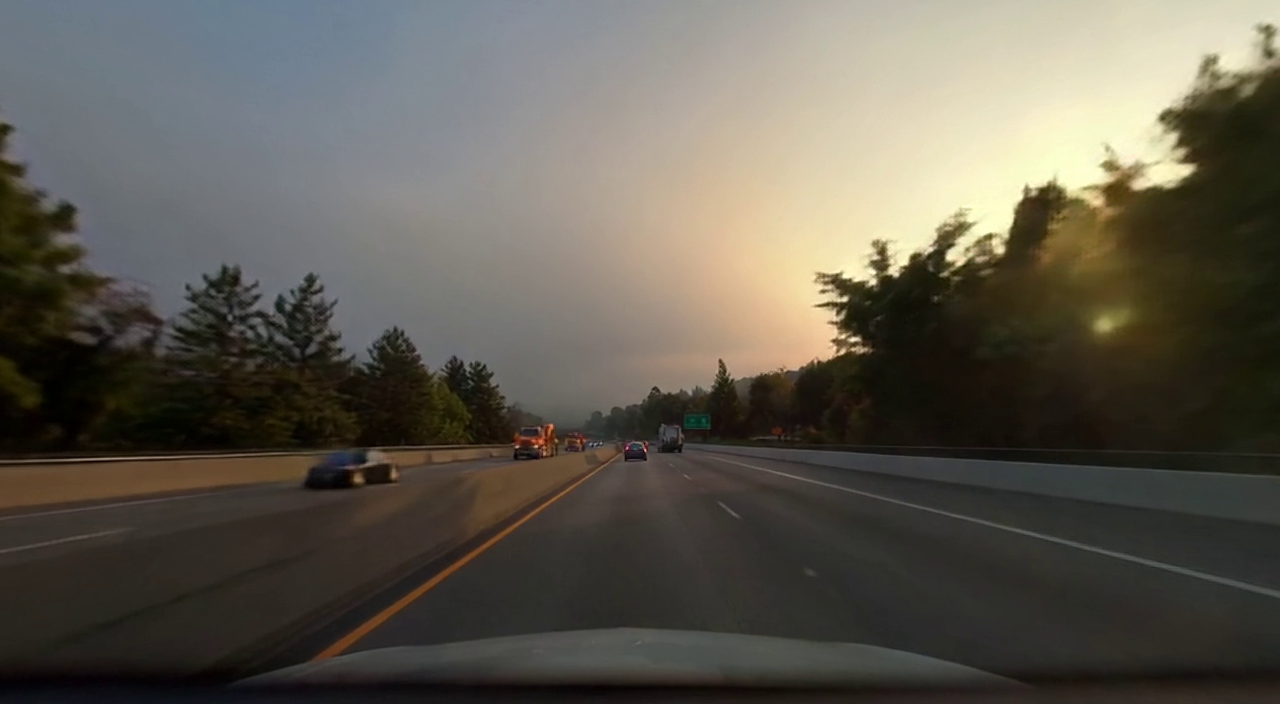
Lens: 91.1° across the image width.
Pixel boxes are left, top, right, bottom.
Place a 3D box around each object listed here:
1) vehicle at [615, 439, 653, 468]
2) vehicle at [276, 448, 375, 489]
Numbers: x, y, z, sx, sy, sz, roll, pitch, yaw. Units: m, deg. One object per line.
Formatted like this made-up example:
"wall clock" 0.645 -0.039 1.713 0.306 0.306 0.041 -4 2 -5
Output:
"vehicle" -0.329 5.658 35.288 2.004 1.472 4.075 0 -8 0
"vehicle" -12.914 4.771 26.131 1.971 1.494 4.109 -1 -8 0
